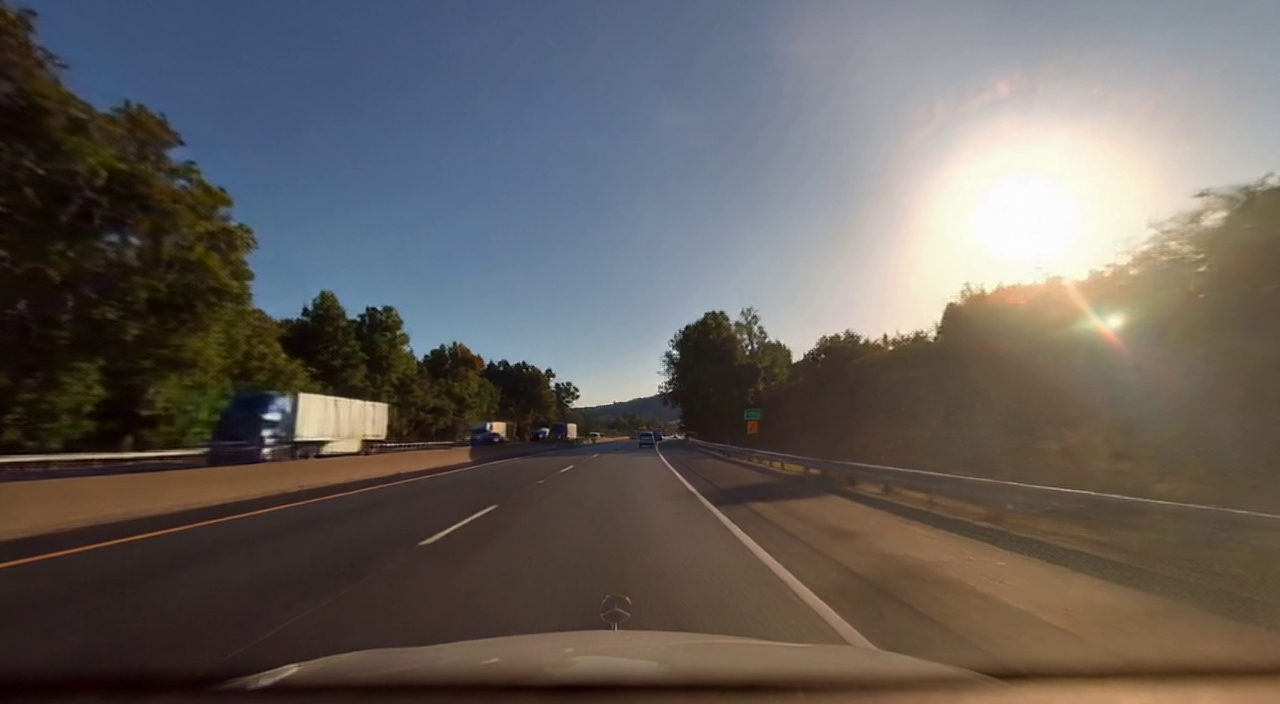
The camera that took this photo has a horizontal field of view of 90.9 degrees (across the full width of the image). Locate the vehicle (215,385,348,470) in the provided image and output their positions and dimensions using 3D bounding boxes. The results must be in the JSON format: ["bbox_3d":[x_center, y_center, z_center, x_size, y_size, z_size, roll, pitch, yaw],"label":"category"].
[{"bbox_3d":[-17.394,3.759,31.151,2.927,3.744,6.014,0,-8,0],"label":"vehicle"}]
